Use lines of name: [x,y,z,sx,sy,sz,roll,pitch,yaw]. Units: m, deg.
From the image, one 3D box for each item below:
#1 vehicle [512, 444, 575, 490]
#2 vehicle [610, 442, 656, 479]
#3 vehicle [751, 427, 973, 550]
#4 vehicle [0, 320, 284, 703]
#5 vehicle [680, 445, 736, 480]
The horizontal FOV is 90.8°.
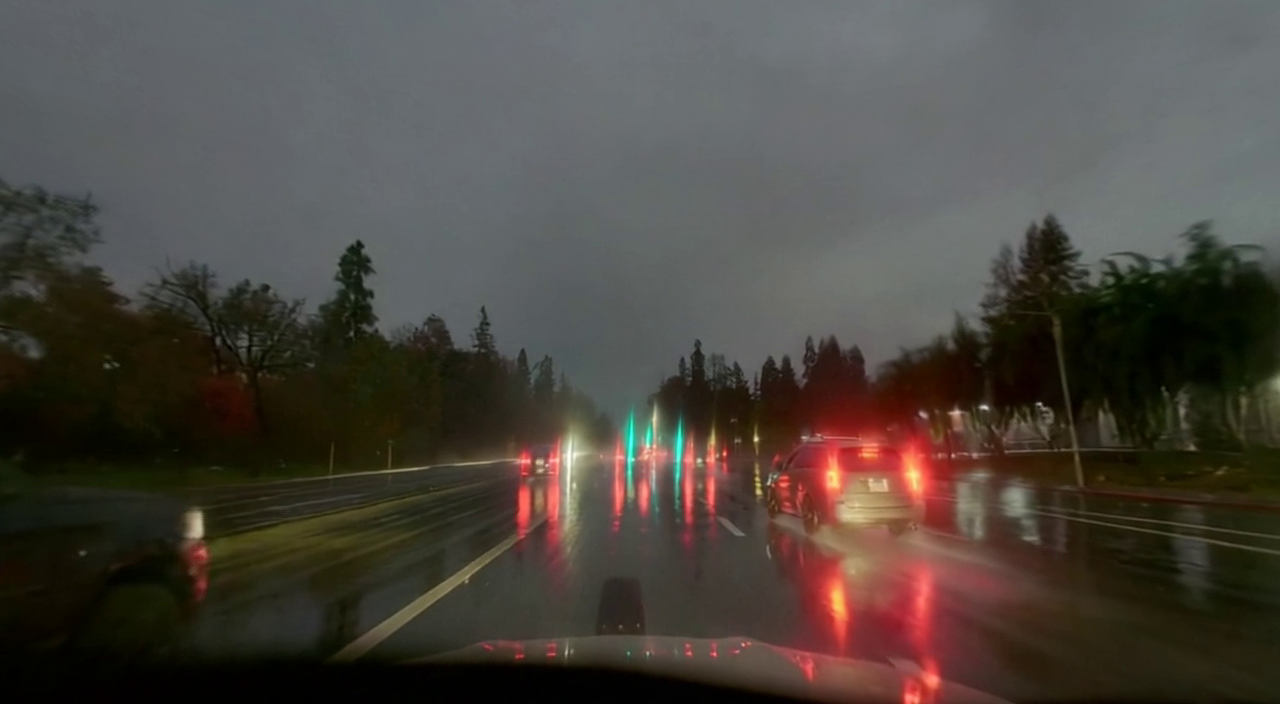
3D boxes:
vehicle: [-3.651,4.377,24.489,1.823,1.602,4.061,0,-8,0]
vehicle: [-0.373,5.406,31.804,2.150,1.725,4.096,0,-9,-1]
vehicle: [3.434,2.207,10.996,2.069,1.644,4.714,0,-9,-1]
vehicle: [-3.735,0.728,1.965,2.352,1.846,4.953,0,-8,0]
vehicle: [3.178,5.249,30.288,2.068,1.541,4.041,0,-9,-2]
